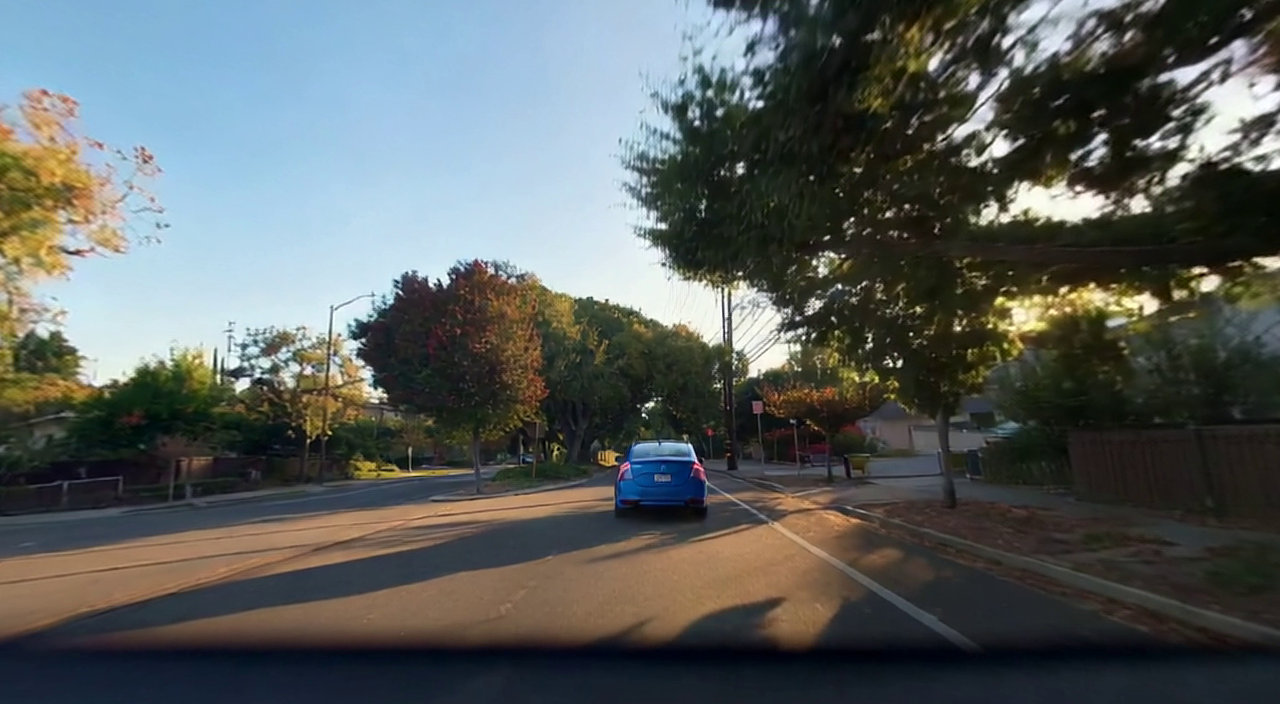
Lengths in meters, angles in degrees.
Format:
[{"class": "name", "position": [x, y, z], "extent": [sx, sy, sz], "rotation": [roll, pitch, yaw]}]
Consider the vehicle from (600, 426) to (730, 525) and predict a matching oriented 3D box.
[{"class": "vehicle", "position": [0.418, 2.404, 12.777], "extent": [2.200, 1.653, 4.127], "rotation": [0, -9, 0]}]
